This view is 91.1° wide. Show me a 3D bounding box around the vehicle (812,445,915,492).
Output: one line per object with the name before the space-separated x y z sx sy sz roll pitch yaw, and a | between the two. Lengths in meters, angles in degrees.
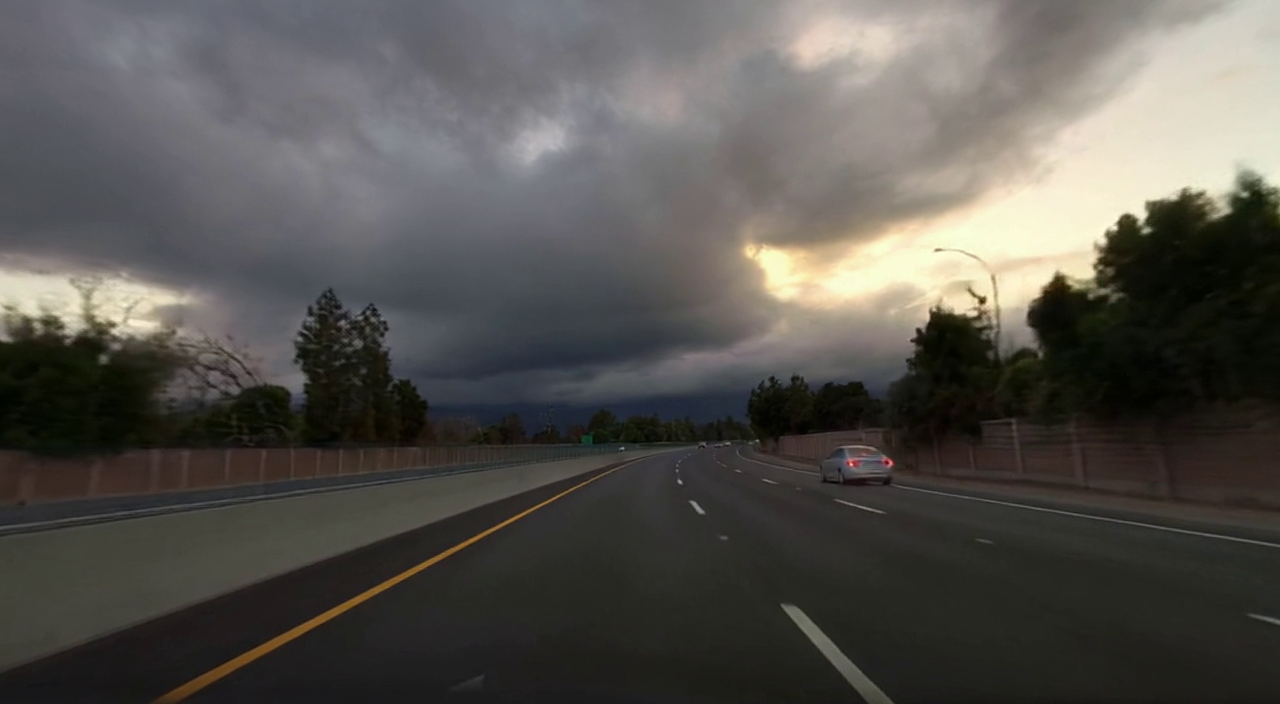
vehicle | 7.804 4.090 22.461 1.983 1.486 4.545 -1 -9 0
